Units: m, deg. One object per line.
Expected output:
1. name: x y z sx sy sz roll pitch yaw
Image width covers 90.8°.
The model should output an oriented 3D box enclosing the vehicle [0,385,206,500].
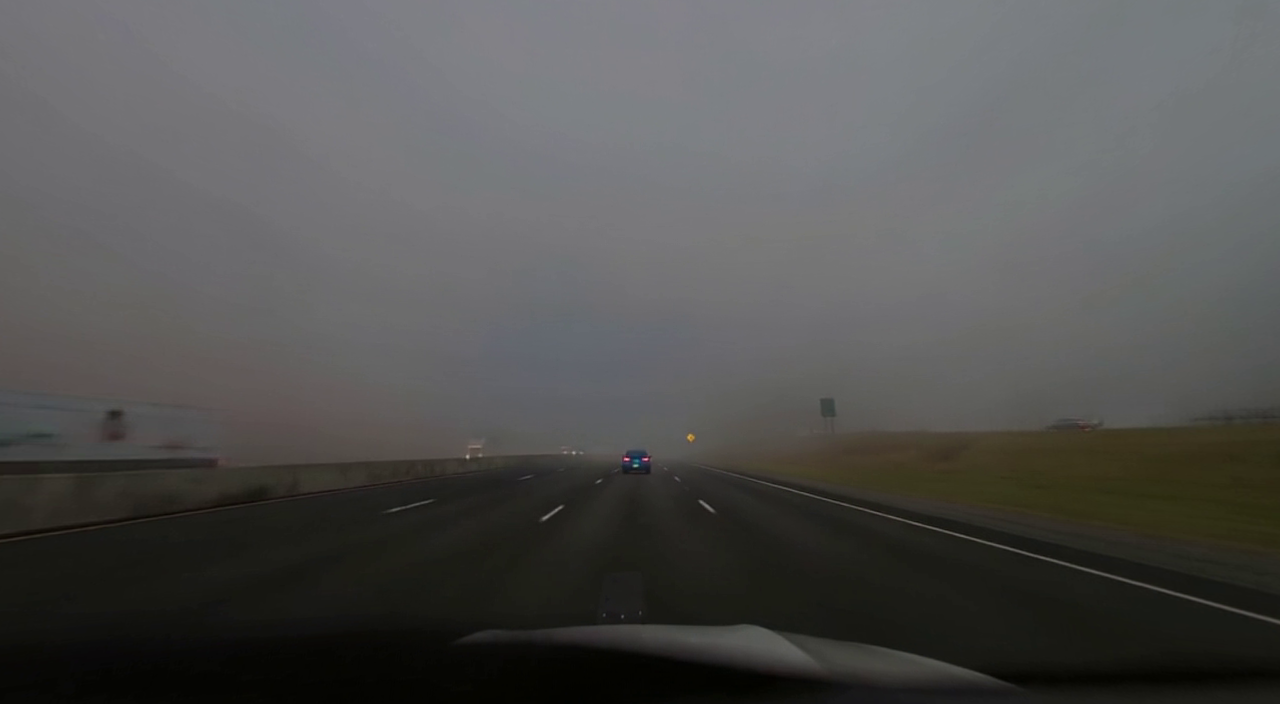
1. vehicle: -23.156 3.446 23.814 2.903 3.856 14.989 0 -9 0

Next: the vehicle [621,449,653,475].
1. vehicle: -0.160 6.765 38.938 1.908 1.515 3.871 0 -9 0
